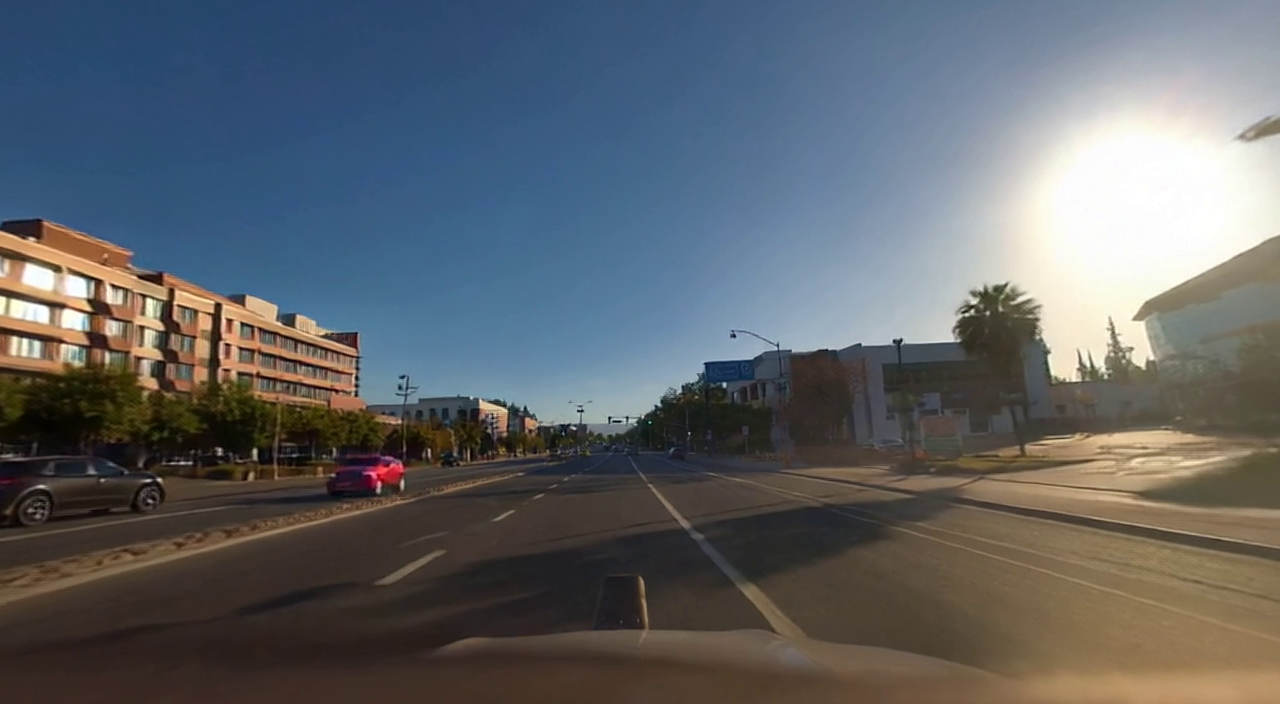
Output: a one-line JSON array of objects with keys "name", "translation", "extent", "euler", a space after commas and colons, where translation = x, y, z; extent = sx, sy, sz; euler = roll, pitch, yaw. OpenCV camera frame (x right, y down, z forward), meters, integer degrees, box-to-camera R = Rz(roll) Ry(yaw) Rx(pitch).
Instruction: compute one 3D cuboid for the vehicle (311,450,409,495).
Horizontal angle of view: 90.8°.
[{"name": "vehicle", "translation": [-10.730, 4.633, 24.612], "extent": [1.893, 1.525, 4.237], "euler": [0, -8, -1]}]
